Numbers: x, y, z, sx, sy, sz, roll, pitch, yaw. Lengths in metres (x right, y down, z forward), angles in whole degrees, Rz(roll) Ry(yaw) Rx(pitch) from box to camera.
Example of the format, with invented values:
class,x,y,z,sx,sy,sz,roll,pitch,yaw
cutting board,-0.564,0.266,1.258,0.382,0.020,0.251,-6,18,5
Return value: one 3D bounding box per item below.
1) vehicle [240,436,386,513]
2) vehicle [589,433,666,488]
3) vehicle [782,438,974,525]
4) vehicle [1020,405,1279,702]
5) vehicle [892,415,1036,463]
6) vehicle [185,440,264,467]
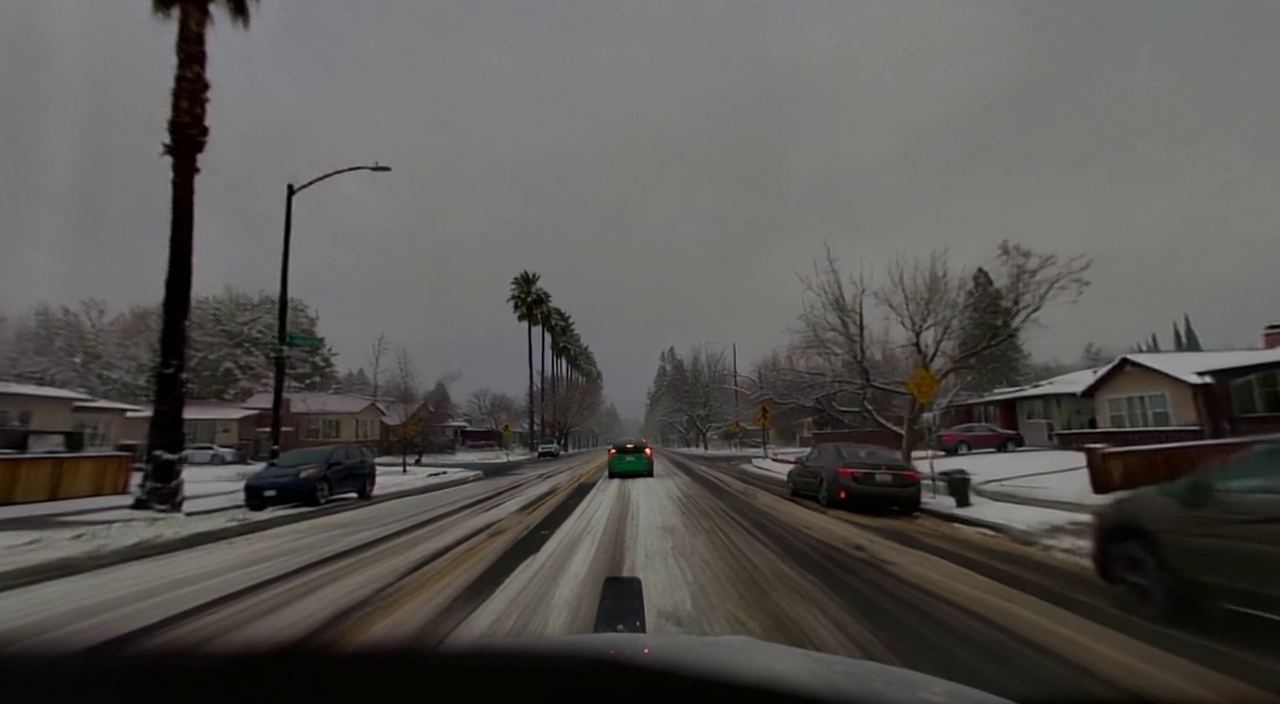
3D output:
class,x,y,z,sx,sy,sz,roll,pitch,yaw
vehicle,-8.755,3.236,17.364,1.945,1.666,4.107,-3,-6,-1
vehicle,-0.407,3.303,19.513,2.098,1.483,4.099,0,-9,-2
vehicle,4.730,2.647,13.621,2.013,1.501,5.235,0,-9,-1
vehicle,4.587,1.100,3.323,2.017,1.646,5.389,0,-9,2
vehicle,13.518,3.690,26.660,4.913,1.930,2.020,-1,-9,5
vehicle,-29.806,7.314,45.543,1.918,1.821,4.769,-1,-9,10
